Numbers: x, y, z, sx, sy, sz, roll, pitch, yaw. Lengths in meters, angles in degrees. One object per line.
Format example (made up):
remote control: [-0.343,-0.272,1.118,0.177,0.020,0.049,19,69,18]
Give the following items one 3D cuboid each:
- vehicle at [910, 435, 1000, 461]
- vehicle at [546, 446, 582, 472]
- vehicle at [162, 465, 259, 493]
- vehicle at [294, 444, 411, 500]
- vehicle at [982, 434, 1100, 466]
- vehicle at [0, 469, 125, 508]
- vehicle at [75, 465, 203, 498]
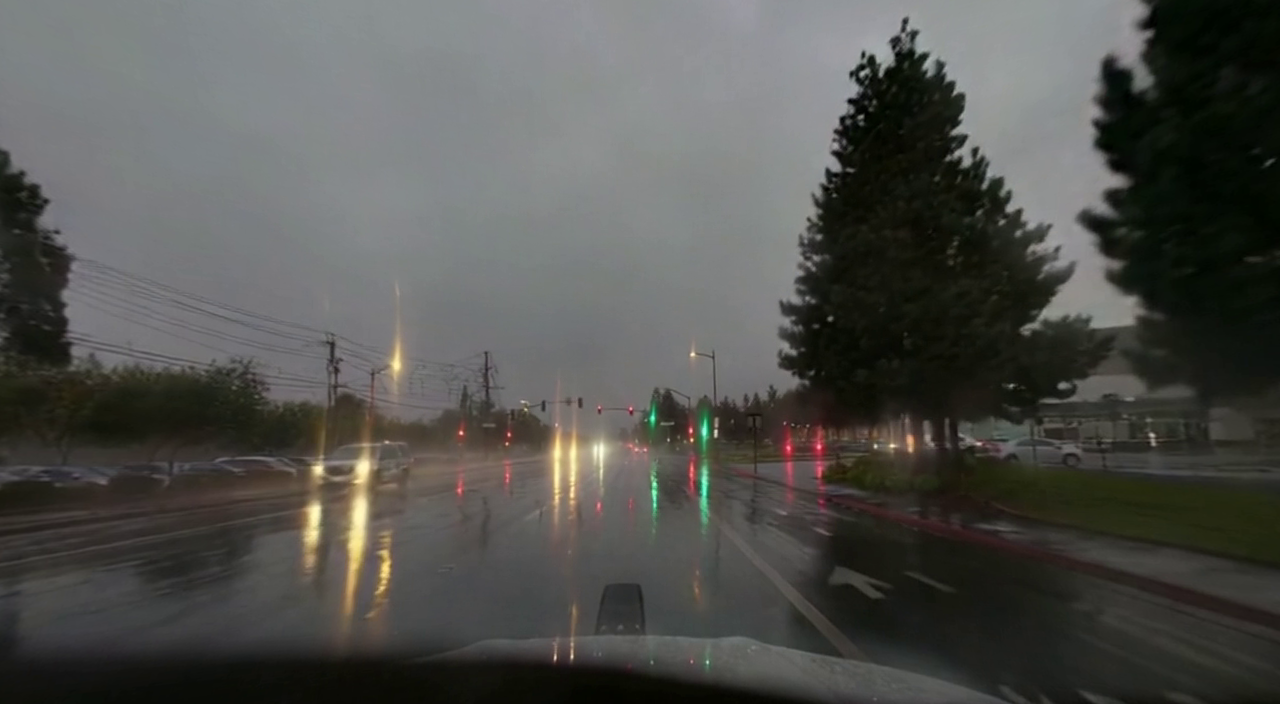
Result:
vehicle: [19.109,5.833,38.438,4.481,1.482,1.814,0,-9,-2]
vehicle: [-4.430,6.311,37.434,1.928,1.451,4.219,0,-9,-4]
vehicle: [-25.152,7.429,37.096,4.217,1.466,1.999,0,-9,0]
vehicle: [-9.902,4.139,22.209,1.971,1.744,4.399,0,-9,1]
vehicle: [19.708,4.852,31.205,4.505,1.481,1.870,0,-9,0]
vehicle: [-25.040,5.807,27.024,4.410,1.477,1.838,-1,-9,1]
vehicle: [-25.382,6.541,32.111,4.756,1.501,2.023,0,-9,0]
